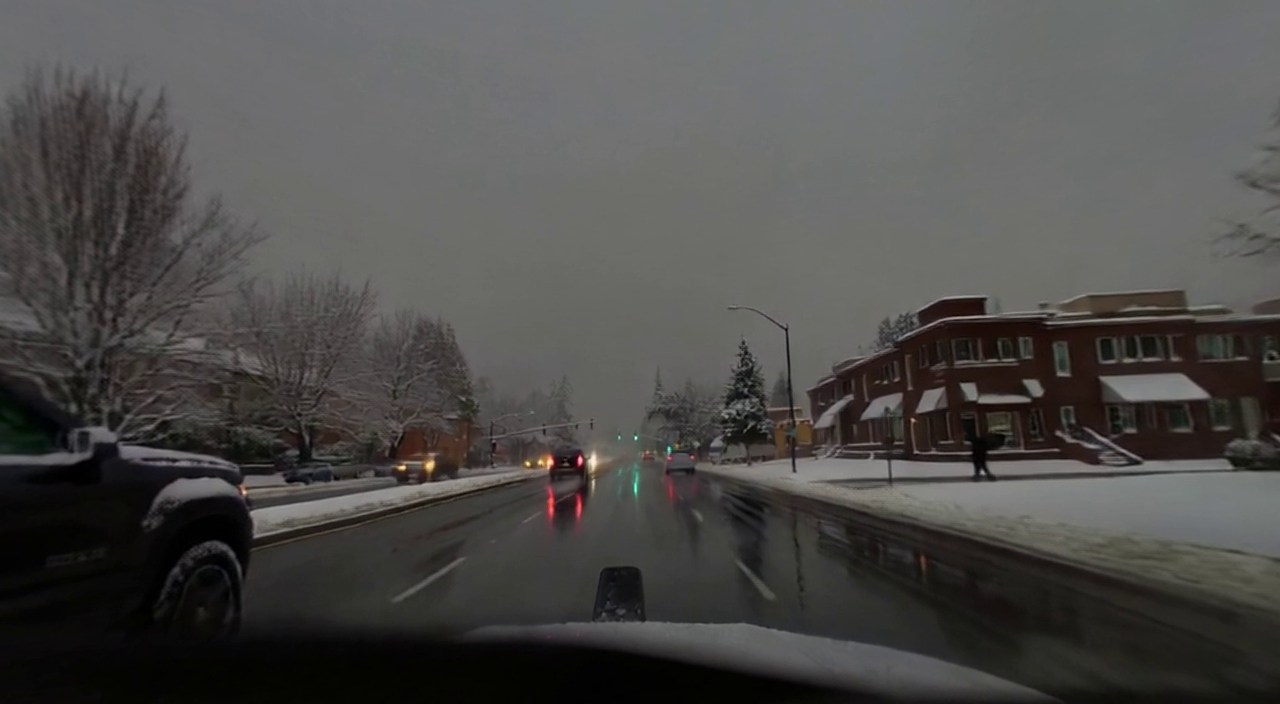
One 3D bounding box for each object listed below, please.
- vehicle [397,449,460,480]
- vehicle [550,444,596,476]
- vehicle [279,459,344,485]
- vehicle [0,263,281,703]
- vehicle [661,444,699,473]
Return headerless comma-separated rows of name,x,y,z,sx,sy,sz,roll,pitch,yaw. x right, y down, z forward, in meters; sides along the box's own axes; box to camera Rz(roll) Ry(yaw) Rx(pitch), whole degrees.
vehicle,-12.096,6.438,36.446,1.966,1.643,4.688,0,-9,0
vehicle,-3.705,6.052,35.618,2.083,1.685,4.069,0,-9,1
vehicle,-22.839,8.355,44.155,2.176,1.516,4.532,-3,-8,-1
vehicle,-3.481,0.541,1.433,2.225,1.984,5.168,0,-9,1
vehicle,2.538,6.850,40.874,2.018,1.719,4.369,0,-9,-2
